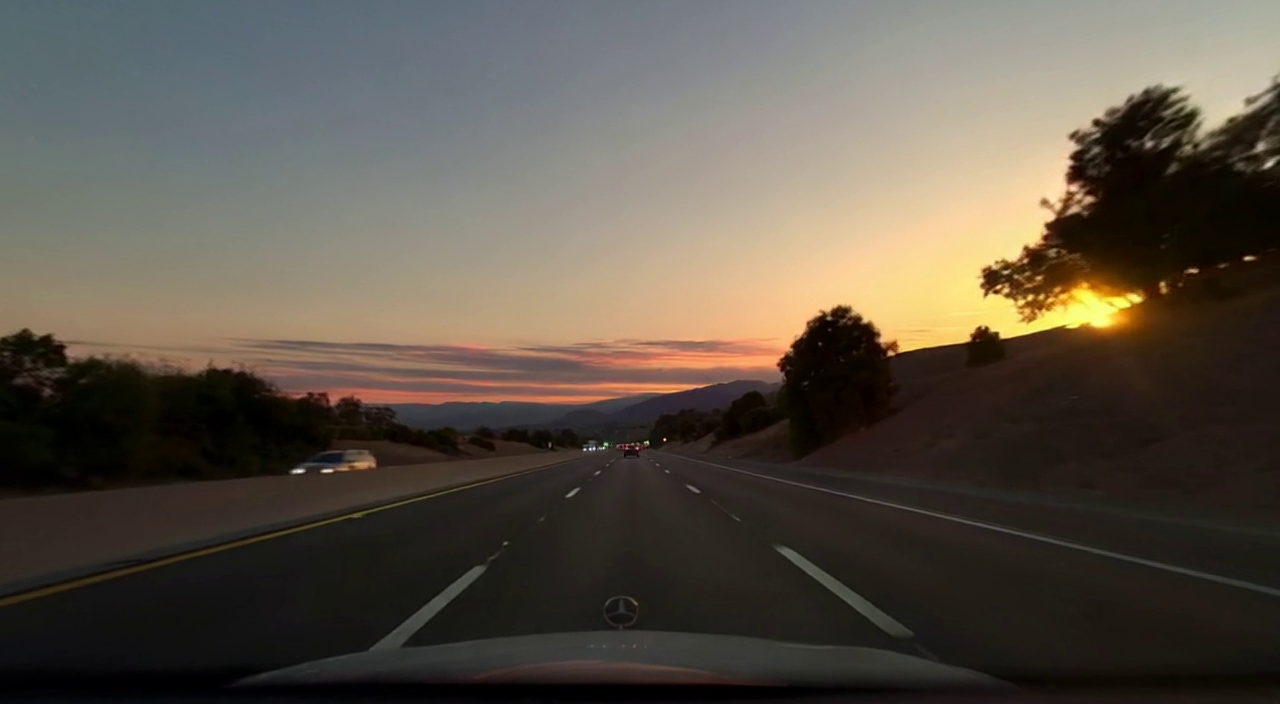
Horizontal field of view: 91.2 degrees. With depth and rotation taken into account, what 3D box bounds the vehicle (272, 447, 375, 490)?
[{"bbox_3d":[-12.994,4.778,26.078,1.943,1.598,4.516,0,-9,-1],"label":"vehicle"}]
